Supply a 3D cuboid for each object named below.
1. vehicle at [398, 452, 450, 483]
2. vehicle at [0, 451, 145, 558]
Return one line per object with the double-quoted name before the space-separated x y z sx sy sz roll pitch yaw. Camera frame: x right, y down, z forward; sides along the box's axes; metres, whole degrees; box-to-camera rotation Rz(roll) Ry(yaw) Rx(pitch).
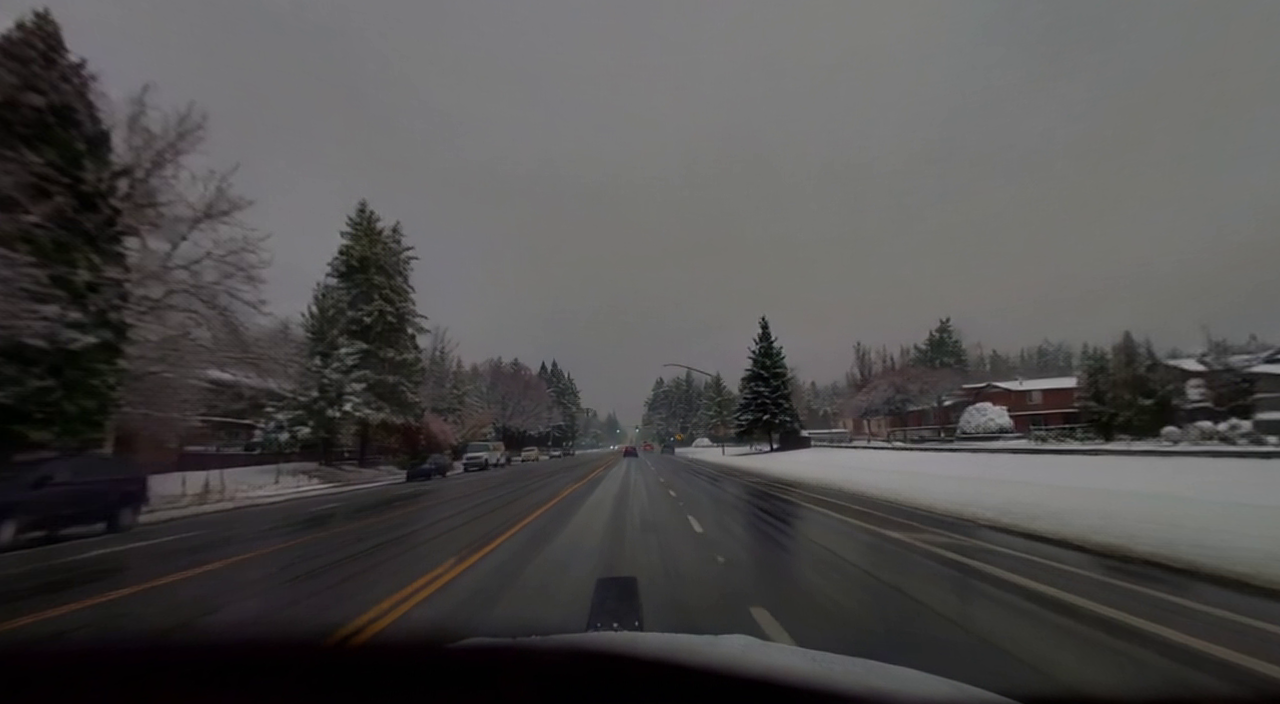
"vehicle" -12.402 6.615 36.491 1.762 1.552 3.901 -3 -9 -2
"vehicle" -12.232 2.897 12.186 2.000 1.821 4.314 -2 -8 -3
